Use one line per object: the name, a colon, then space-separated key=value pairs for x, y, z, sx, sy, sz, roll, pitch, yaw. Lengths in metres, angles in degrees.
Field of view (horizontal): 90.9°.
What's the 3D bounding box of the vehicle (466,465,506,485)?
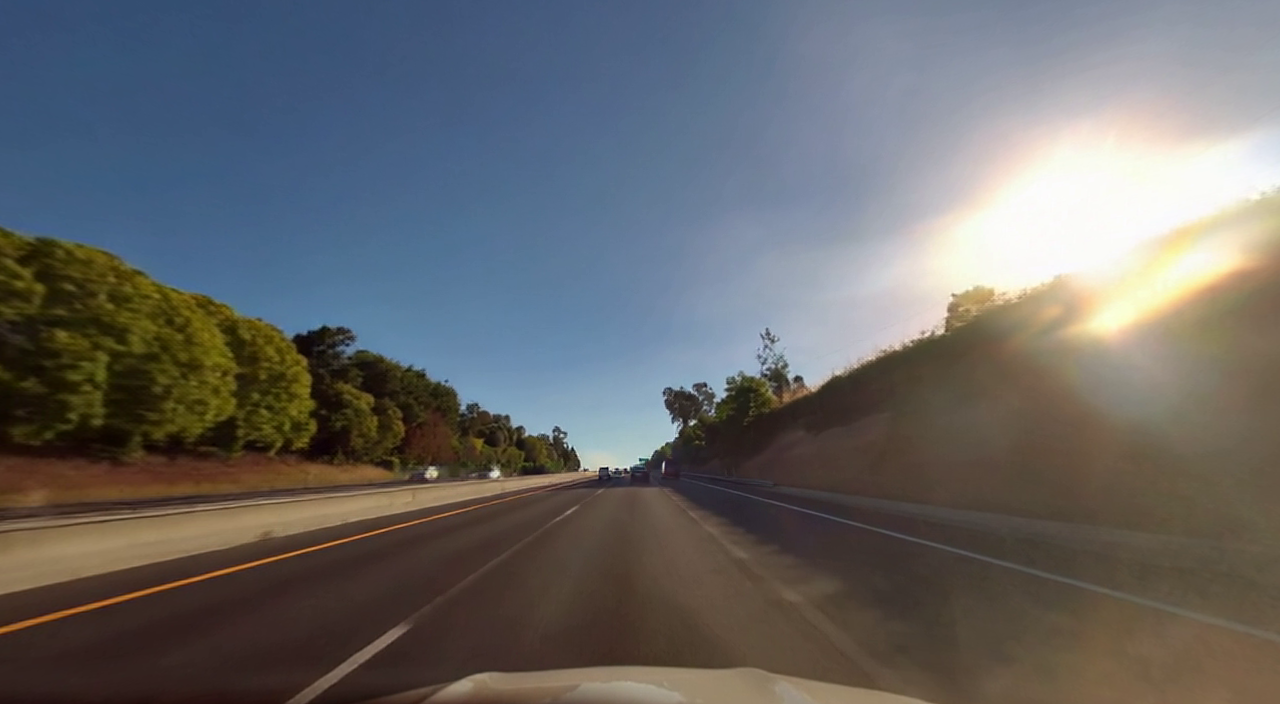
vehicle: x=-12.107 y=9.696 z=49.739 sx=1.885 sy=1.461 sz=4.779 roll=1 pitch=-10 yaw=0
